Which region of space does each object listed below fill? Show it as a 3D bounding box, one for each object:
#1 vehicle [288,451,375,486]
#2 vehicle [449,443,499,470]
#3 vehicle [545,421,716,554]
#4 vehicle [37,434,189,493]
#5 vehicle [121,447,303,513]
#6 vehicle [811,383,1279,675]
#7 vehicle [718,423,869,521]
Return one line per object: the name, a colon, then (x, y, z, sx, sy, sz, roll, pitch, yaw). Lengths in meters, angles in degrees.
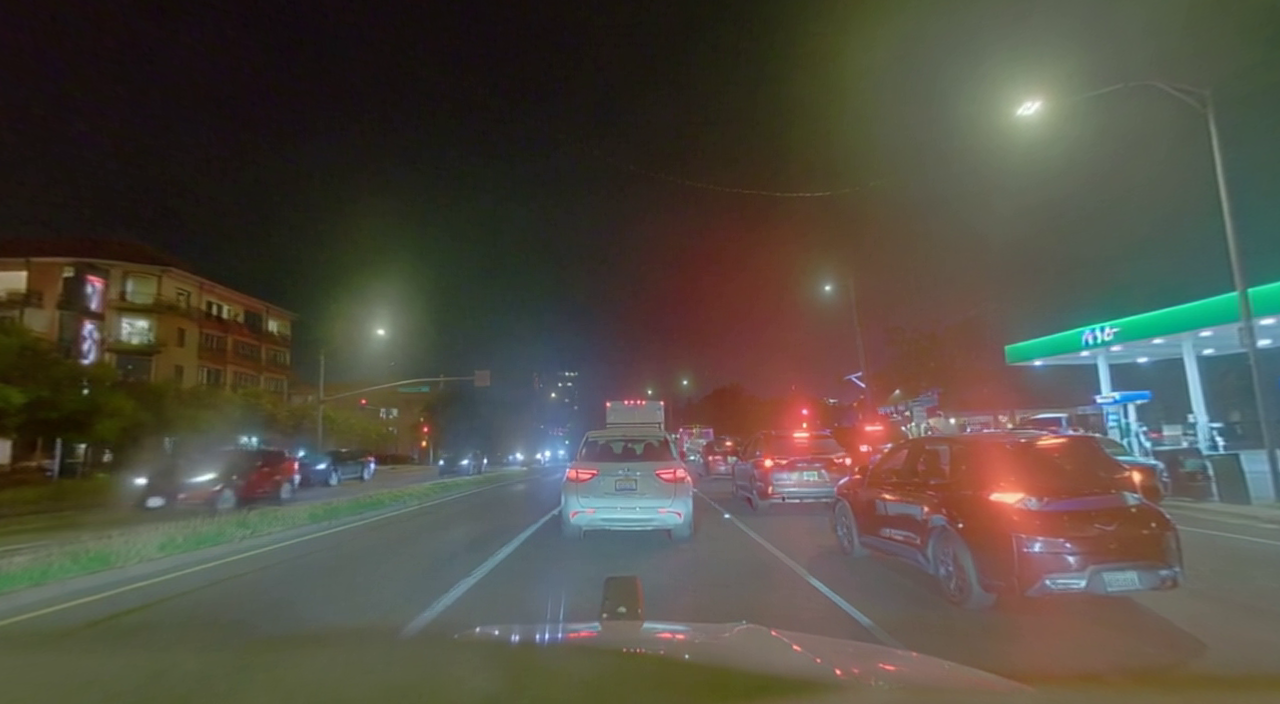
vehicle: (-14.497, 5.453, 30.006, 1.883, 1.479, 4.471, 0, -9, -1)
vehicle: (-11.117, 7.014, 42.685, 2.055, 1.663, 4.637, 0, -9, 0)
vehicle: (-0.167, 1.953, 9.739, 2.106, 1.613, 3.697, 0, -9, -1)
vehicle: (-26.955, 5.707, 32.747, 2.571, 2.711, 6.027, 0, -9, 0)
vehicle: (-11.347, 3.371, 17.207, 1.955, 1.546, 4.232, 0, -9, 0)
vehicle: (3.361, 1.364, 6.010, 2.056, 1.700, 4.399, 0, -9, -3)
vehicle: (2.918, 2.391, 13.059, 1.995, 1.677, 4.106, 0, -9, -1)
